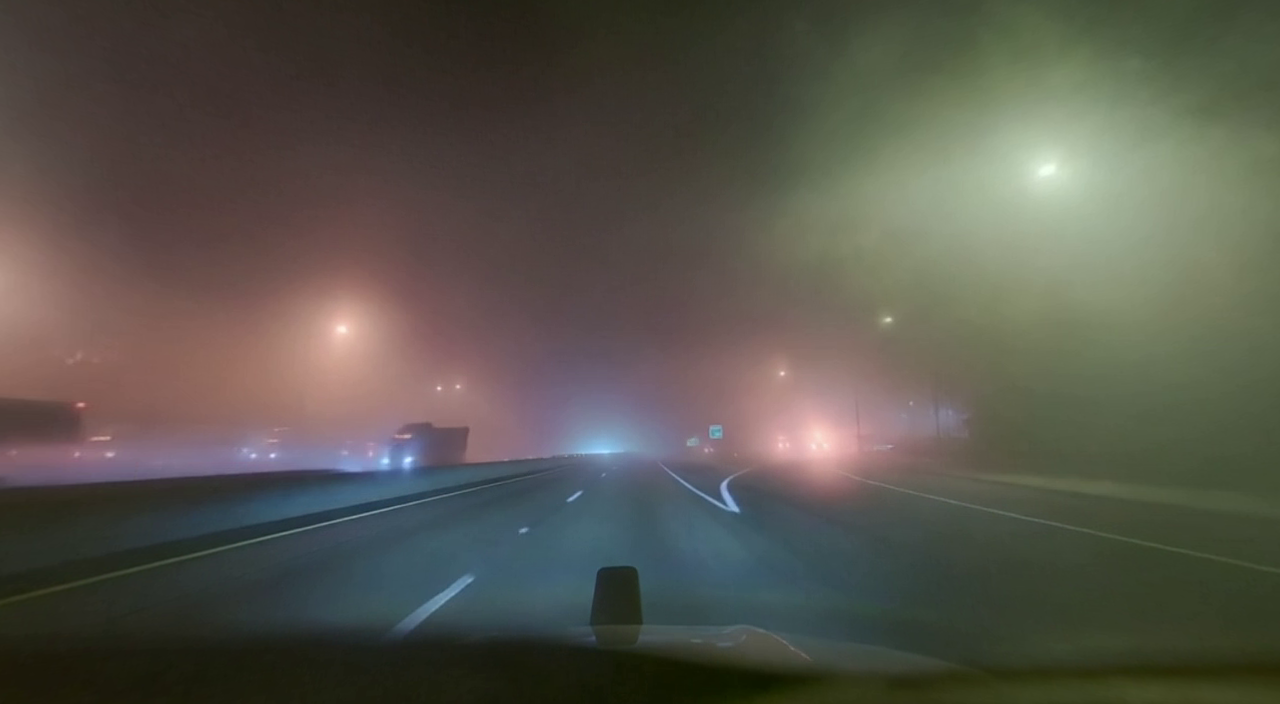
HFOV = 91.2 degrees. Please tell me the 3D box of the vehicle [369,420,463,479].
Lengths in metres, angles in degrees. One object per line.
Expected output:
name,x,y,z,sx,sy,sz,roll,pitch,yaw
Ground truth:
vehicle,-16.224,7.210,46.396,3.035,3.814,9.987,-1,-9,1
